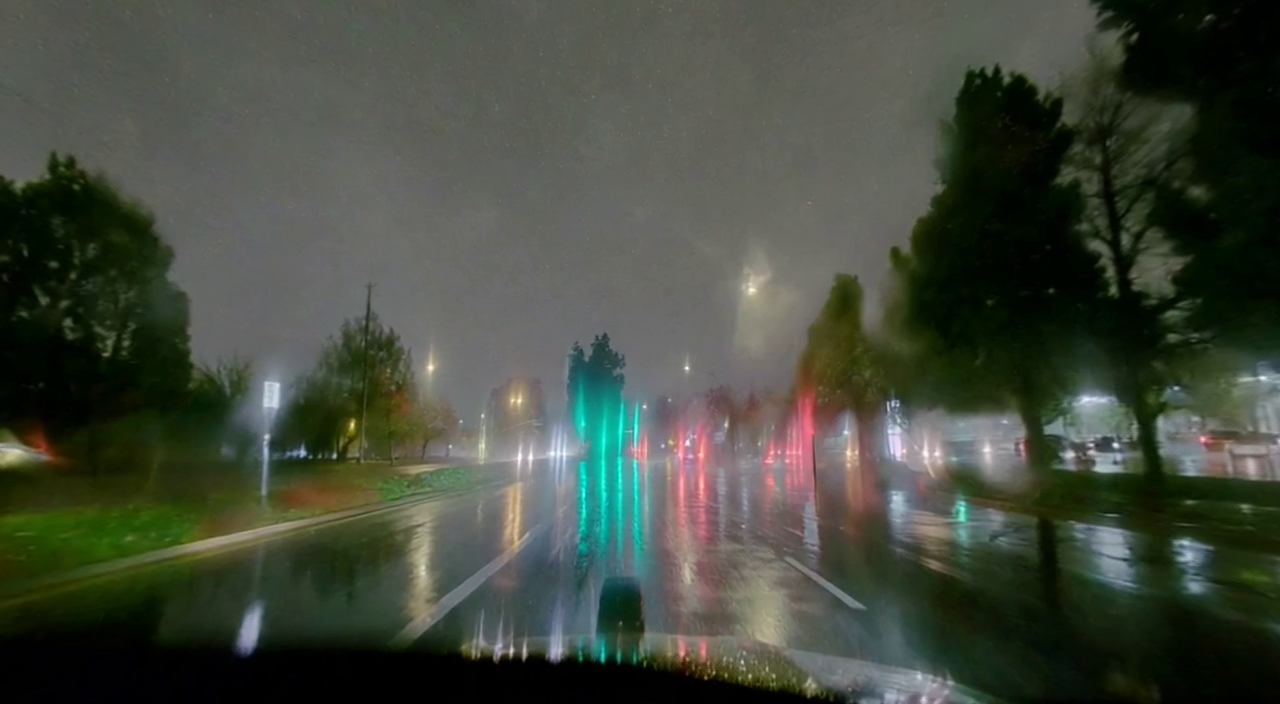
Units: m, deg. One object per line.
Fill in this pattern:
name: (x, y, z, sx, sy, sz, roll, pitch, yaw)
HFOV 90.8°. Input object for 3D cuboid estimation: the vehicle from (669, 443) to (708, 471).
vehicle: (3.177, 6.992, 42.198, 2.069, 1.761, 4.610, 0, -9, -2)

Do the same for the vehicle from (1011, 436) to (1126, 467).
vehicle: (21.844, 5.090, 32.358, 4.217, 1.470, 2.173, -1, -9, 2)
